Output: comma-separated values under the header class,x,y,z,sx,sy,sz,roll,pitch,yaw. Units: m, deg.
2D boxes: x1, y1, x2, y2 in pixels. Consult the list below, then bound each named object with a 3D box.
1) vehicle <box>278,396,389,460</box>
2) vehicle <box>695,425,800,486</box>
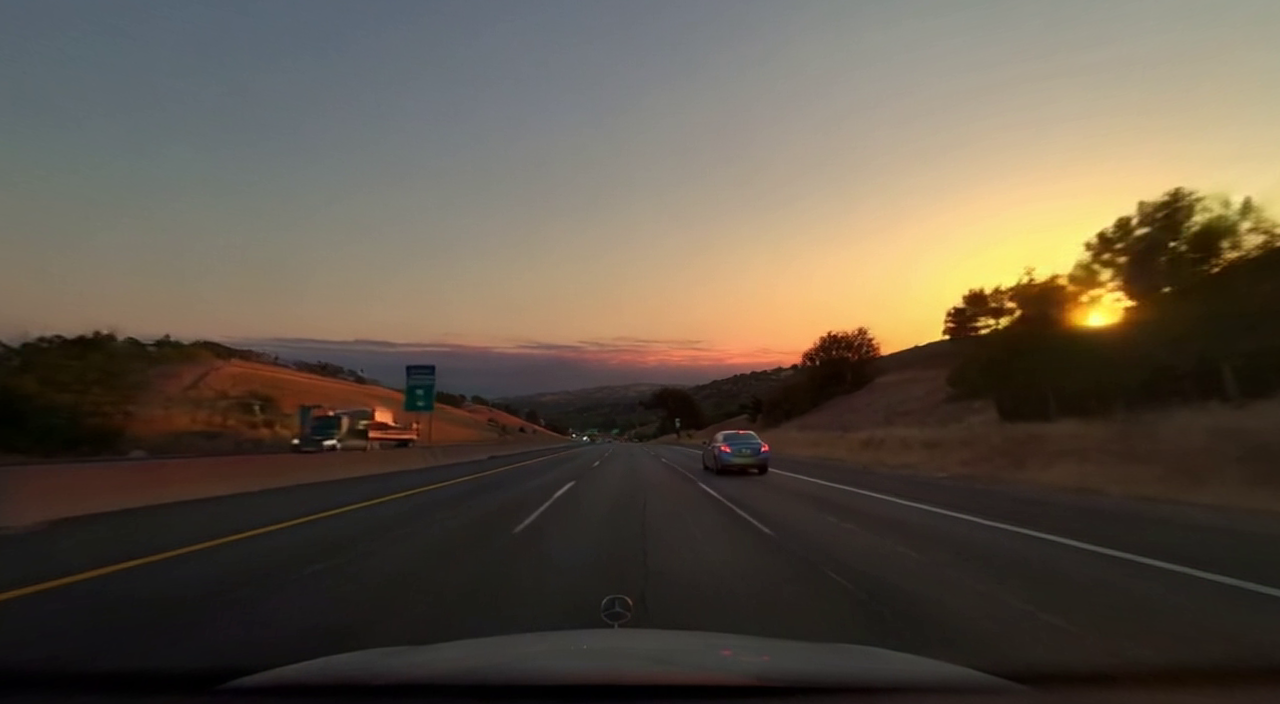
class,x,y,z,sx,sy,sz,roll,pitch,yaw
vehicle,-21.054,5.421,44.094,3.007,3.947,9.620,0,-8,-1
vehicle,3.143,3.130,19.382,2.349,1.651,4.161,0,-8,-2
